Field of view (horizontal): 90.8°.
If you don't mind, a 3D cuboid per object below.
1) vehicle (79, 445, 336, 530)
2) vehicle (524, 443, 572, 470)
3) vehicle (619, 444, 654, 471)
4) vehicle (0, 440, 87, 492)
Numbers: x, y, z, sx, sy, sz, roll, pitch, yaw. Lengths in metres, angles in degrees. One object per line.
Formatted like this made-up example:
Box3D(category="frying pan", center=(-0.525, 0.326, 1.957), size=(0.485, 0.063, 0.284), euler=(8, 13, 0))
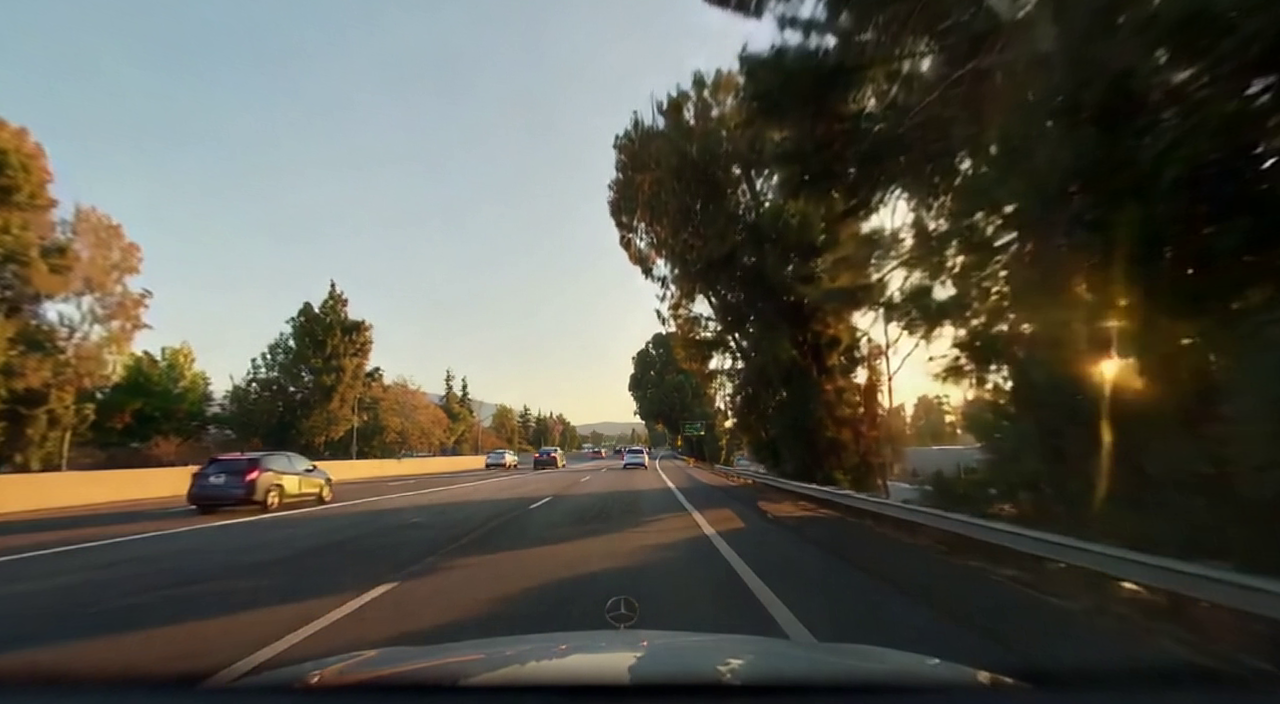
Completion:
Box3D(category="vehicle", center=(-9.382, 2.919, 14.413), size=(2.102, 1.562, 4.884), euler=(-1, -8, 5))
Box3D(category="vehicle", center=(-7.086, 8.108, 49.344), size=(2.397, 1.911, 5.596), euler=(-1, -8, 5))
Box3D(category="vehicle", center=(-0.180, 7.031, 42.391), size=(2.179, 1.742, 4.396), euler=(-1, -8, 1))
Box3D(category="vehicle", center=(-33.308, 6.000, 33.442), size=(2.542, 2.590, 5.629), euler=(-1, -8, 5))
